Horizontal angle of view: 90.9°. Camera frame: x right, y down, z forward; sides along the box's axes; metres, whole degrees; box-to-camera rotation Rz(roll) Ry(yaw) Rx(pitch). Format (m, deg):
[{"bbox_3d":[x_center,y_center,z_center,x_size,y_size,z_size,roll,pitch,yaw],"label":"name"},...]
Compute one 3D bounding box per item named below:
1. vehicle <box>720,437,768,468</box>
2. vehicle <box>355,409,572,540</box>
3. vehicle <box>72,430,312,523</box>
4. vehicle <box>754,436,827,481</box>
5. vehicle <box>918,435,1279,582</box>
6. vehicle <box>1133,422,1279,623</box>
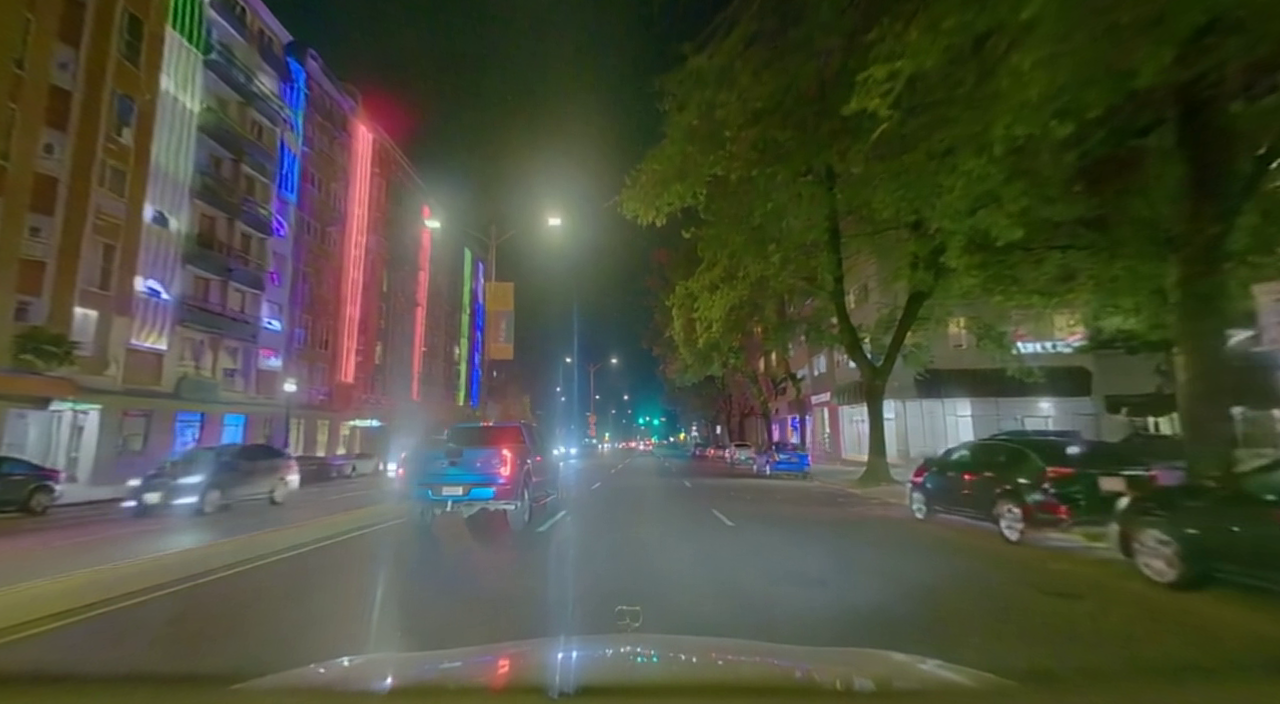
[{"bbox_3d":[6.186,6.053,38.015,2.018,1.743,4.529,0,-8,-1],"label":"vehicle"},{"bbox_3d":[-2.735,2.094,11.449,2.197,1.786,5.365,0,-8,2],"label":"vehicle"},{"bbox_3d":[-10.043,2.800,14.806,2.095,1.784,4.769,0,-8,0],"label":"vehicle"},{"bbox_3d":[6.198,4.422,26.518,1.928,1.679,4.716,0,-8,1],"label":"vehicle"},{"bbox_3d":[6.003,1.965,8.877,2.015,1.494,4.550,0,-8,-1],"label":"vehicle"},{"bbox_3d":[5.958,1.242,4.311,1.871,1.559,4.015,0,-8,0],"label":"vehicle"}]
